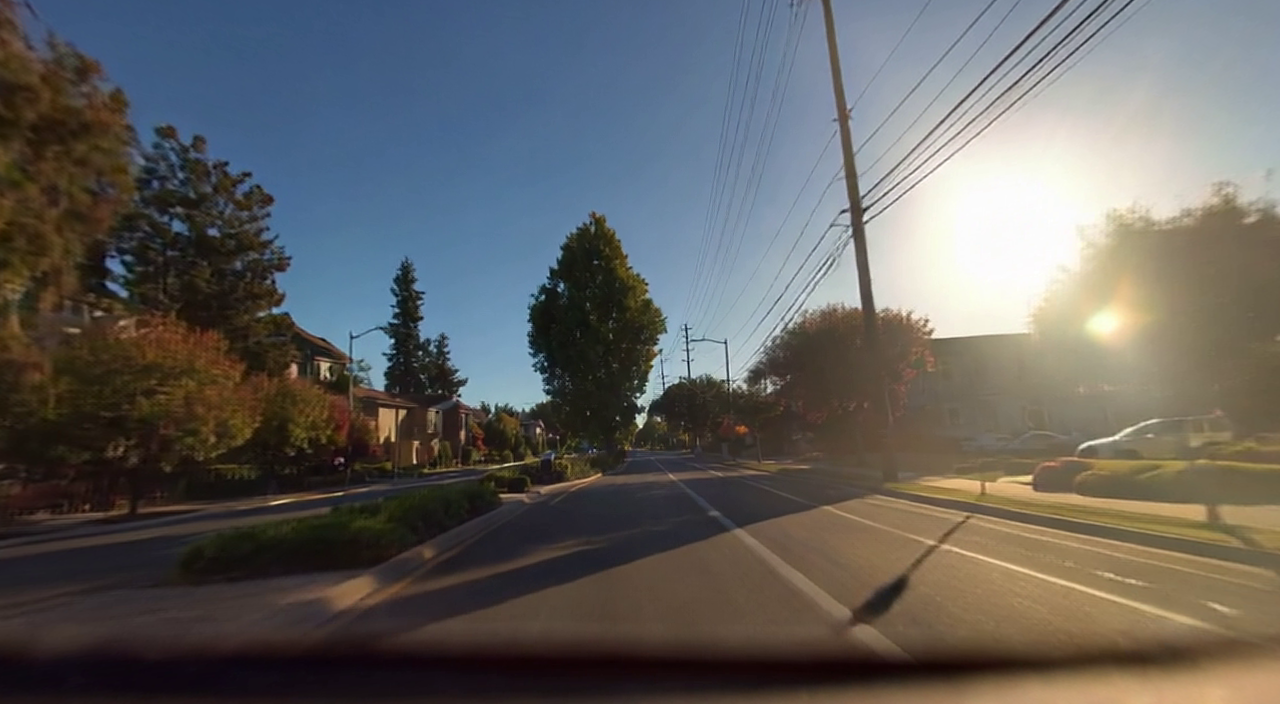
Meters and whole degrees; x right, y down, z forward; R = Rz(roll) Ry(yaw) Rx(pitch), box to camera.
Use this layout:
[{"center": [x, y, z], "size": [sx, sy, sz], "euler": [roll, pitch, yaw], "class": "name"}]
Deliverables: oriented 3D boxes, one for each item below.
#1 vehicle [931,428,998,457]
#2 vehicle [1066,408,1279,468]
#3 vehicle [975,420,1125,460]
[{"center": [22.128, 6.223, 43.323], "size": [1.960, 1.873, 4.839], "euler": [0, -8, -1], "class": "vehicle"}, {"center": [16.790, 2.745, 20.134], "size": [4.833, 1.786, 2.136], "euler": [0, -9, 0], "class": "vehicle"}, {"center": [16.573, 3.592, 25.683], "size": [4.681, 1.541, 2.049], "euler": [0, -9, -3], "class": "vehicle"}]
